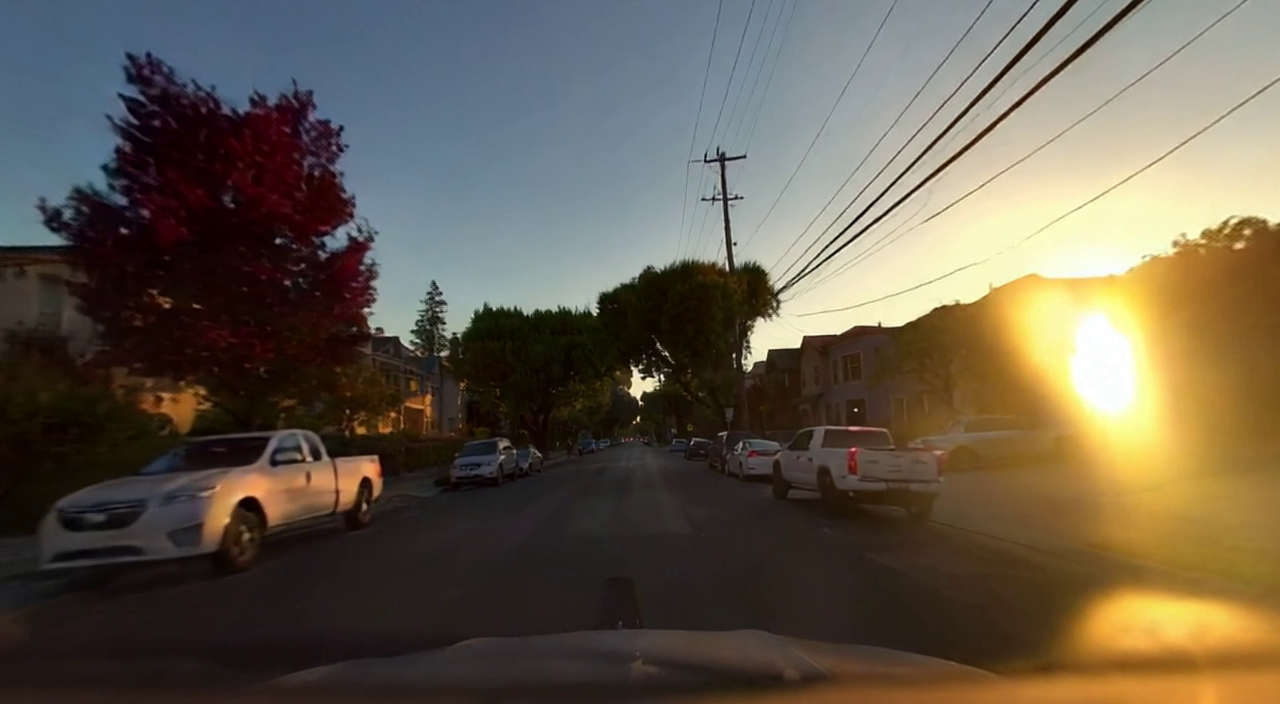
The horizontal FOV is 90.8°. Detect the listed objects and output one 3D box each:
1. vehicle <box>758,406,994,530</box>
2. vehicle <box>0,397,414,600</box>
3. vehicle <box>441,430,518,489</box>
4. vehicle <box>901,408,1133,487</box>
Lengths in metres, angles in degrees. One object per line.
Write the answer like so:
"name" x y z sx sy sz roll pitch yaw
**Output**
"vehicle" 4.092 2.156 12.381 2.279 1.848 5.577 0 -8 -2
"vehicle" -5.444 1.848 9.246 2.285 1.895 5.883 -3 -8 -1
"vehicle" -5.789 3.883 23.312 2.046 1.825 4.627 -2 -7 -6
"vehicle" 10.677 2.704 18.187 5.376 1.914 1.988 -2 -7 -3
